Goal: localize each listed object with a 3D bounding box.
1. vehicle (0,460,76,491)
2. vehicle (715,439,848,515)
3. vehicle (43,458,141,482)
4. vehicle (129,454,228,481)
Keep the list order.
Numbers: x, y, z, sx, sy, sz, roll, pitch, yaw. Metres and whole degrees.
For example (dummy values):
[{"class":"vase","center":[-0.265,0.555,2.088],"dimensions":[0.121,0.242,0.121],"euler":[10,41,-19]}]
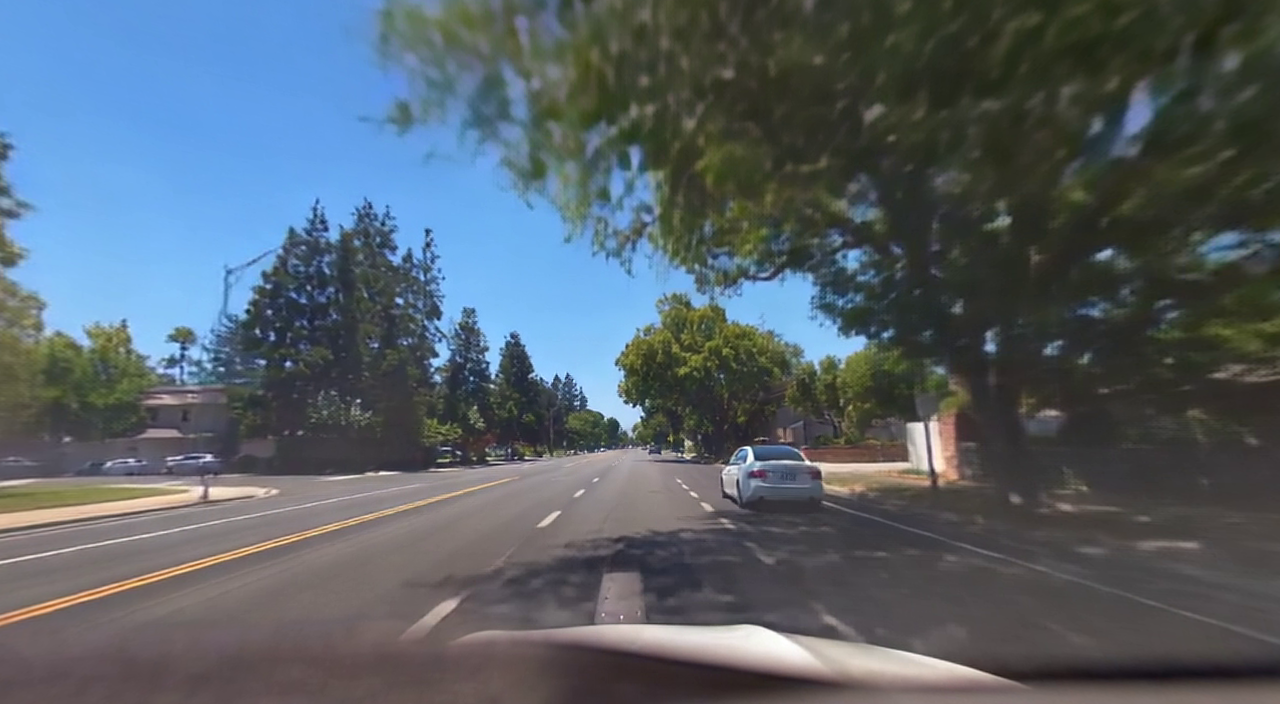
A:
[{"class":"vehicle","center":[-31.710,6.193,31.860],"dimensions":[4.684,1.435,1.893],"euler":[0,-8,2]},{"class":"vehicle","center":[3.093,2.828,14.826],"dimensions":[2.057,1.493,4.225],"euler":[0,-9,-1]},{"class":"vehicle","center":[-35.225,7.573,40.670],"dimensions":[4.534,1.455,1.858],"euler":[0,-9,1]},{"class":"vehicle","center":[-29.408,7.367,40.327],"dimensions":[4.917,1.598,1.937],"euler":[-1,-9,4]}]
